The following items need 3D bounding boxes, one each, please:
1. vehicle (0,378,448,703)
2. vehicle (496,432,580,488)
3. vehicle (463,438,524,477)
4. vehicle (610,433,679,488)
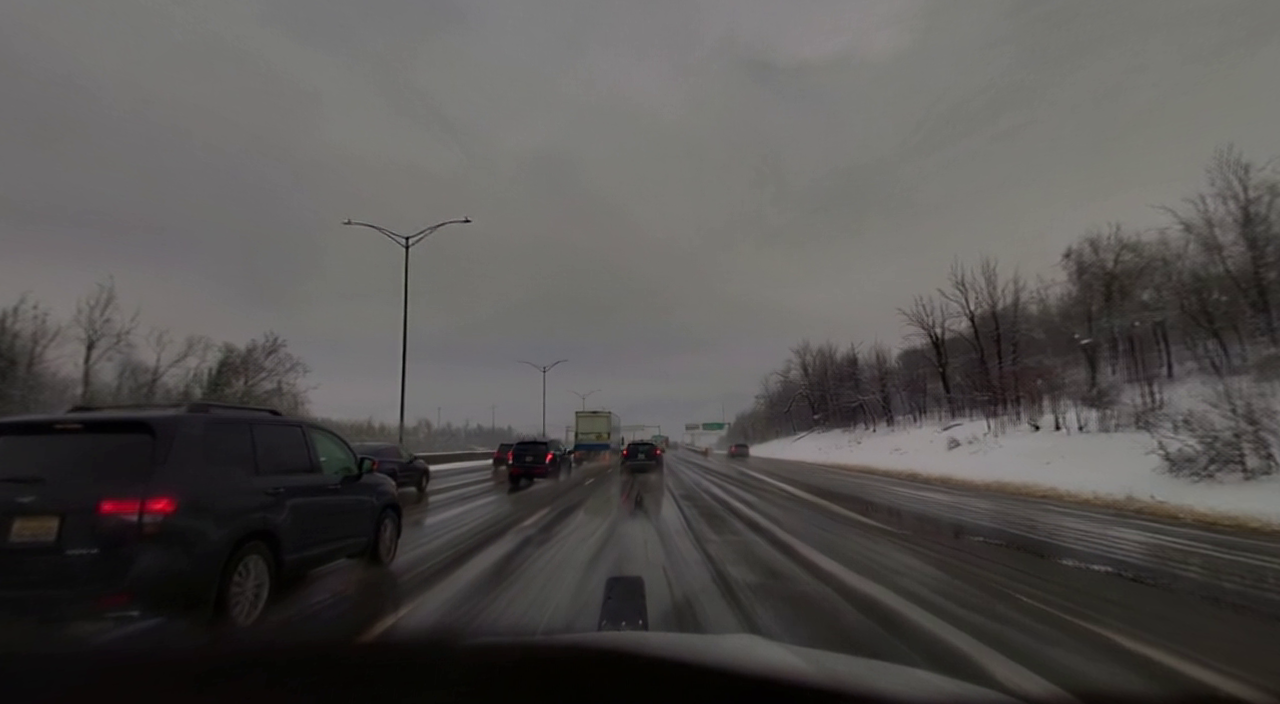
[{"bbox_3d":[-3.485,1.305,5.493,2.209,1.711,4.296,0,-8,1],"label":"vehicle"},{"bbox_3d":[-3.495,3.794,22.521,2.125,1.792,4.466,0,-8,2],"label":"vehicle"},{"bbox_3d":[-7.111,5.129,31.009,1.998,1.770,4.222,0,-8,0],"label":"vehicle"},{"bbox_3d":[0.163,3.741,22.048,2.180,1.716,3.920,0,-8,1],"label":"vehicle"}]
